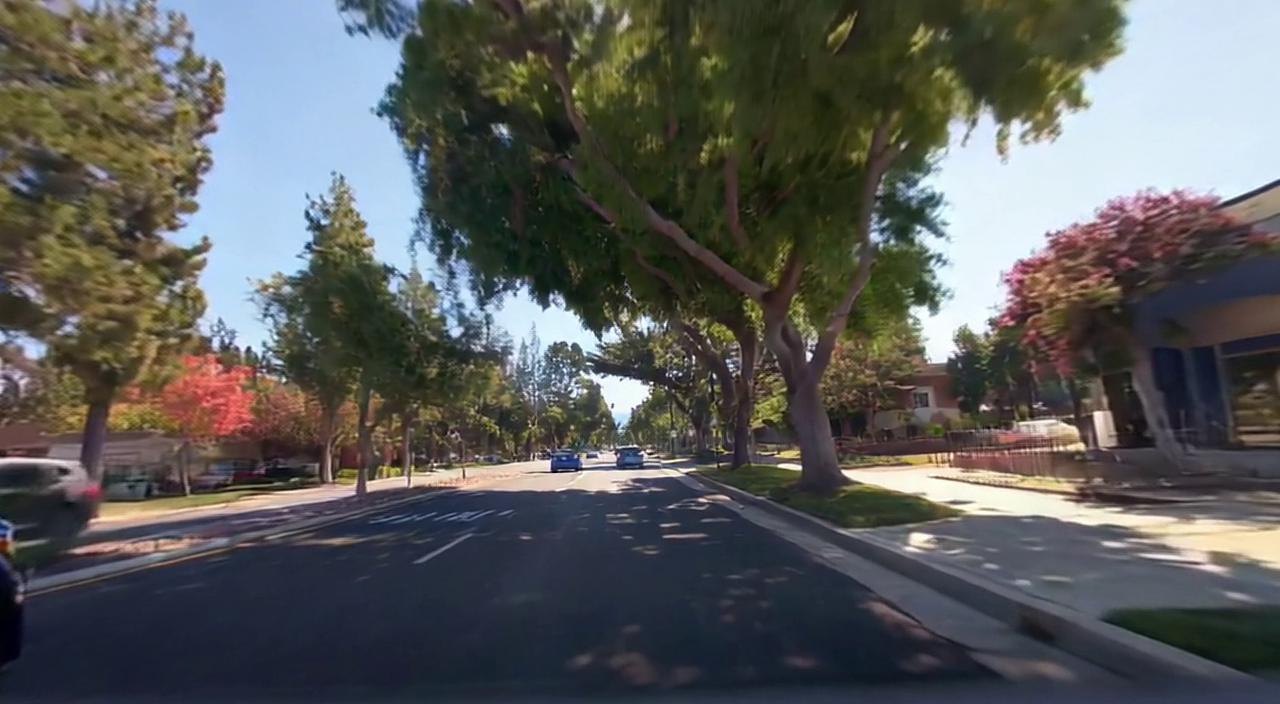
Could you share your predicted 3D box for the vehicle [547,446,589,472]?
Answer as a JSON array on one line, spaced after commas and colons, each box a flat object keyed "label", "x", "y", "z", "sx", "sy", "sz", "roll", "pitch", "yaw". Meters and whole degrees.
[{"label": "vehicle", "x": -4.397, "y": 6.627, "z": 39.200, "sx": 2.083, "sy": 1.460, "sz": 4.527, "roll": 0, "pitch": -8, "yaw": 0}]

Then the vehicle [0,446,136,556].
[{"label": "vehicle", "x": -12.290, "y": 2.670, "z": 11.117, "sx": 2.292, "sy": 1.882, "sz": 5.655, "roll": -2, "pitch": -10, "yaw": -3}]
